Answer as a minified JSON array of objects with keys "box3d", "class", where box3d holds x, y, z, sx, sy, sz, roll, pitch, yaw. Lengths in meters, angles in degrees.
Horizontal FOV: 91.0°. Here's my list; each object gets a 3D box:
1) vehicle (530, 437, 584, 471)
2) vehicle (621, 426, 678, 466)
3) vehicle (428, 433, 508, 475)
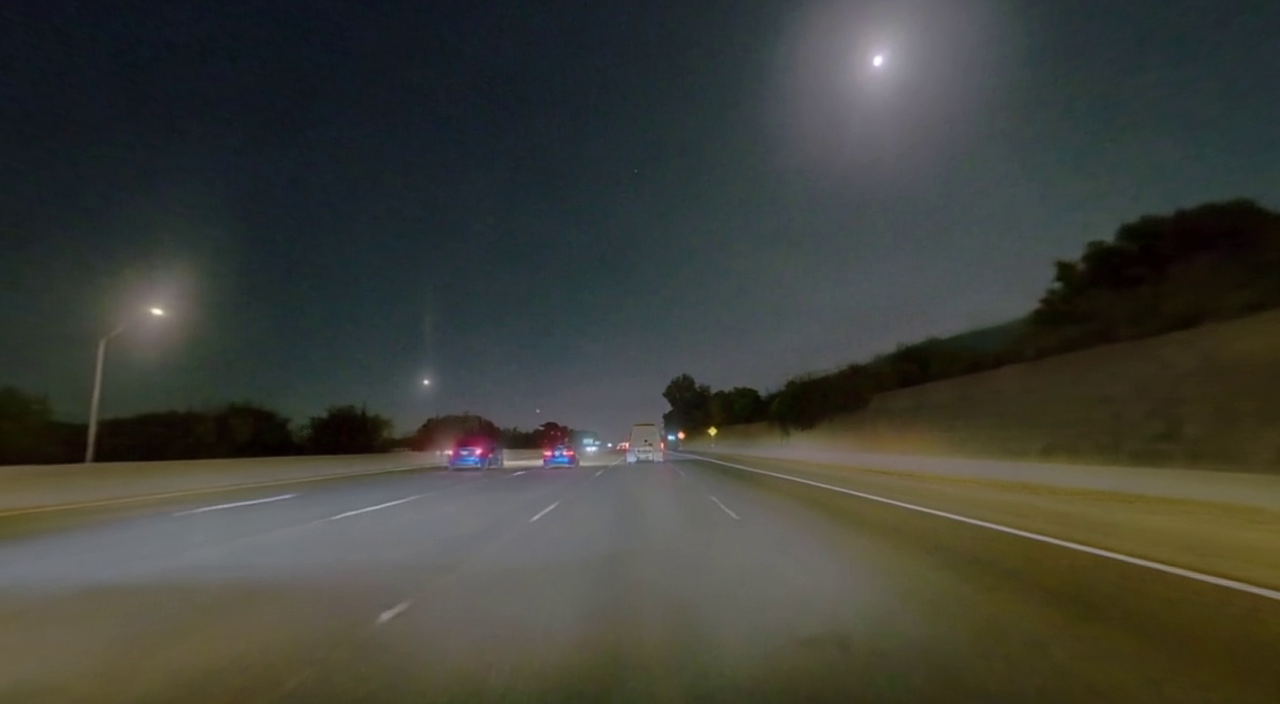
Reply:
[{"box3d":[-4.003,4.985,31.014,2.000,1.512,4.371,0,-8,1],"class":"vehicle"},{"box3d":[0.479,5.102,34.149,2.856,1.994,4.931,0,-8,0],"class":"vehicle"},{"box3d":[-7.449,4.480,27.844,2.189,1.673,4.699,0,-8,0],"class":"vehicle"}]
